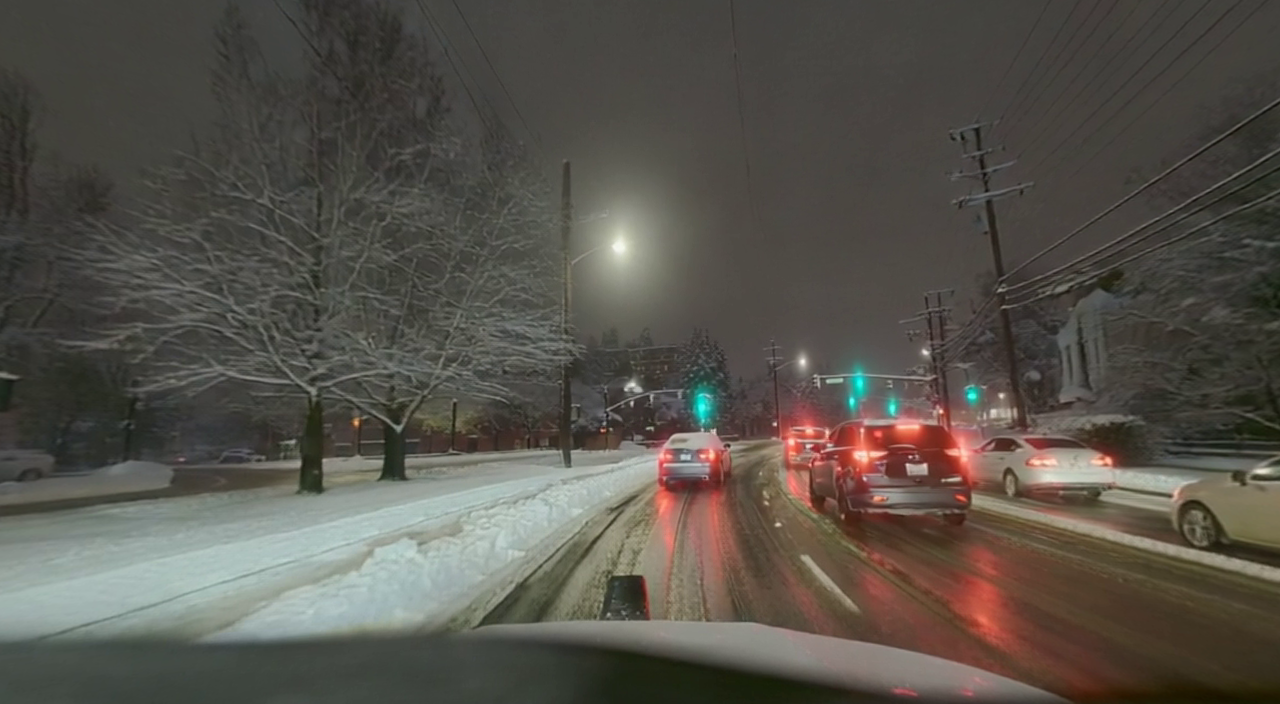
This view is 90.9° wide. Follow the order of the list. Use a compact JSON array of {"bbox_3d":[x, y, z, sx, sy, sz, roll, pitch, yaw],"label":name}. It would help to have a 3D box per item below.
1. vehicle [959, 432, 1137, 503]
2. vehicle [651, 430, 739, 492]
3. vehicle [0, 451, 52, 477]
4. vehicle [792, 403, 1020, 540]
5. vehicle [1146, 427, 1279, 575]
[{"bbox_3d":[9.759,2.782,15.610,1.882,1.463,4.543,-1,-9,8],"label":"vehicle"},{"bbox_3d":[1.678,3.027,17.802,2.168,1.527,4.174,-1,-9,9],"label":"vehicle"},{"bbox_3d":[-39.720,7.122,40.277,4.848,1.498,2.009,-6,-10,35],"label":"vehicle"},{"bbox_3d":[4.142,1.963,10.937,2.119,1.810,4.848,-1,-9,4],"label":"vehicle"},{"bbox_3d":[7.334,1.406,5.718,1.866,1.471,4.478,0,-9,2],"label":"vehicle"}]
